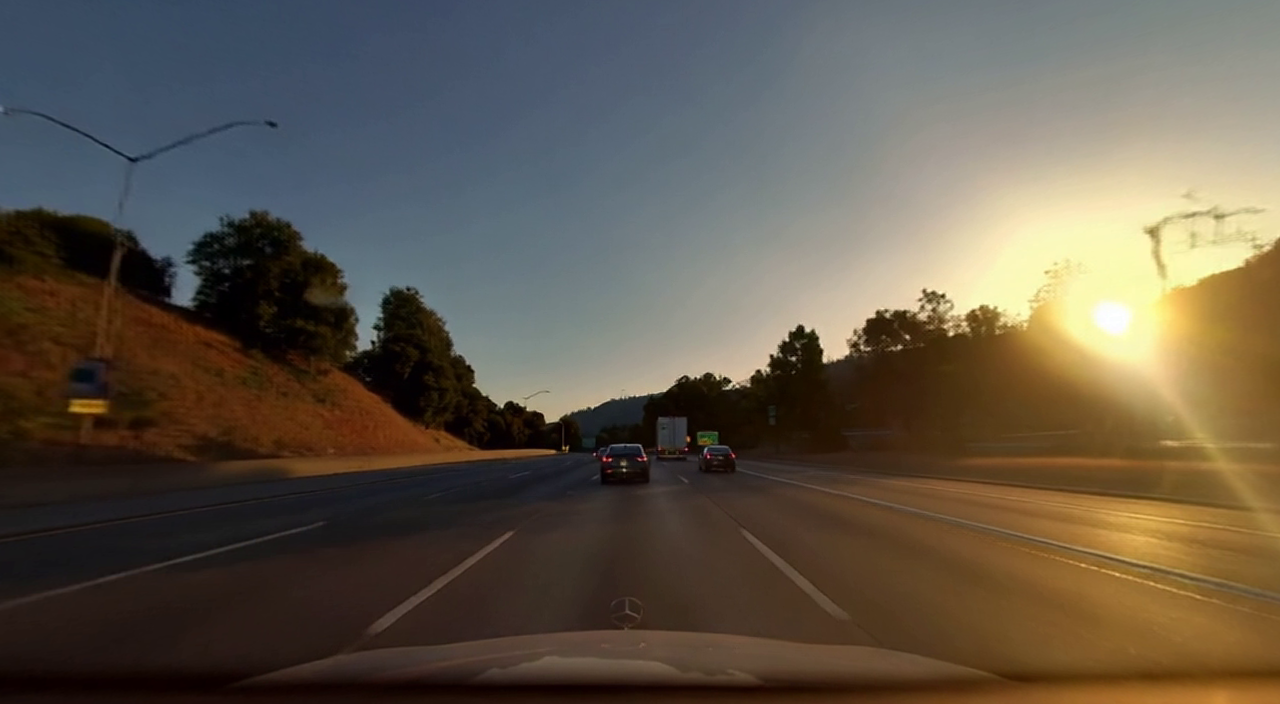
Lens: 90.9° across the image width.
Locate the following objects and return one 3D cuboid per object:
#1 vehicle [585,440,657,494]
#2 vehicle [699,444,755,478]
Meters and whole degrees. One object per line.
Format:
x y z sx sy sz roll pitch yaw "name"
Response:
-0.499 3.573 20.016 2.020 1.516 3.951 -1 -9 2 "vehicle"
3.986 5.070 29.678 1.971 1.472 4.301 0 -8 -1 "vehicle"
